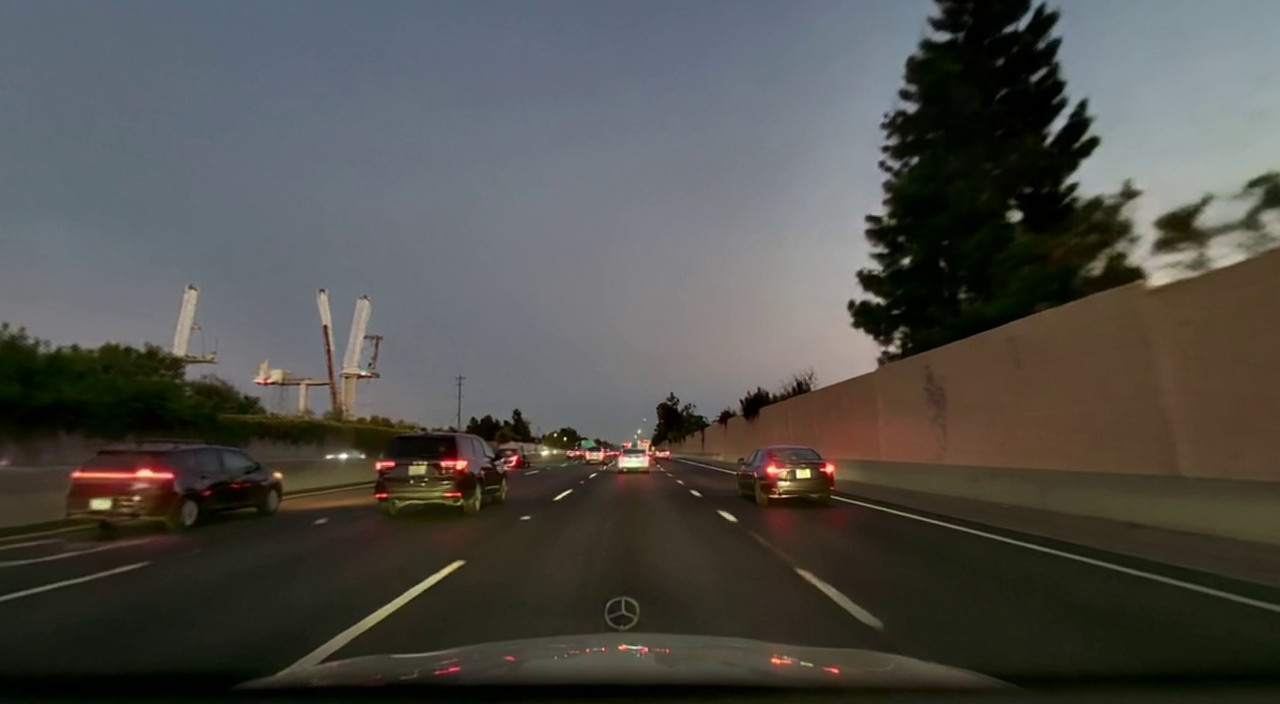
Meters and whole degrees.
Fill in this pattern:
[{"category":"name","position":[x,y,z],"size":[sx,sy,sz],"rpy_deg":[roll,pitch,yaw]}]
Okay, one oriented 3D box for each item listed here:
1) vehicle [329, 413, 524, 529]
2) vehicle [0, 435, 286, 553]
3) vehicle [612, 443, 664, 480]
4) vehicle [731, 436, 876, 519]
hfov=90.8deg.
[{"category":"vehicle","position":[-3.700,2.165,11.979],"size":[2.121,1.775,4.335],"rpy_deg":[0,-8,0]},{"category":"vehicle","position":[-7.933,2.122,10.210],"size":[1.908,1.476,4.342],"rpy_deg":[0,-8,0]},{"category":"vehicle","position":[-0.107,4.635,27.016],"size":[2.045,1.452,4.040],"rpy_deg":[0,-8,-1]},{"category":"vehicle","position":[3.360,2.661,14.038],"size":[1.917,1.507,4.540],"rpy_deg":[0,-8,-1]}]
